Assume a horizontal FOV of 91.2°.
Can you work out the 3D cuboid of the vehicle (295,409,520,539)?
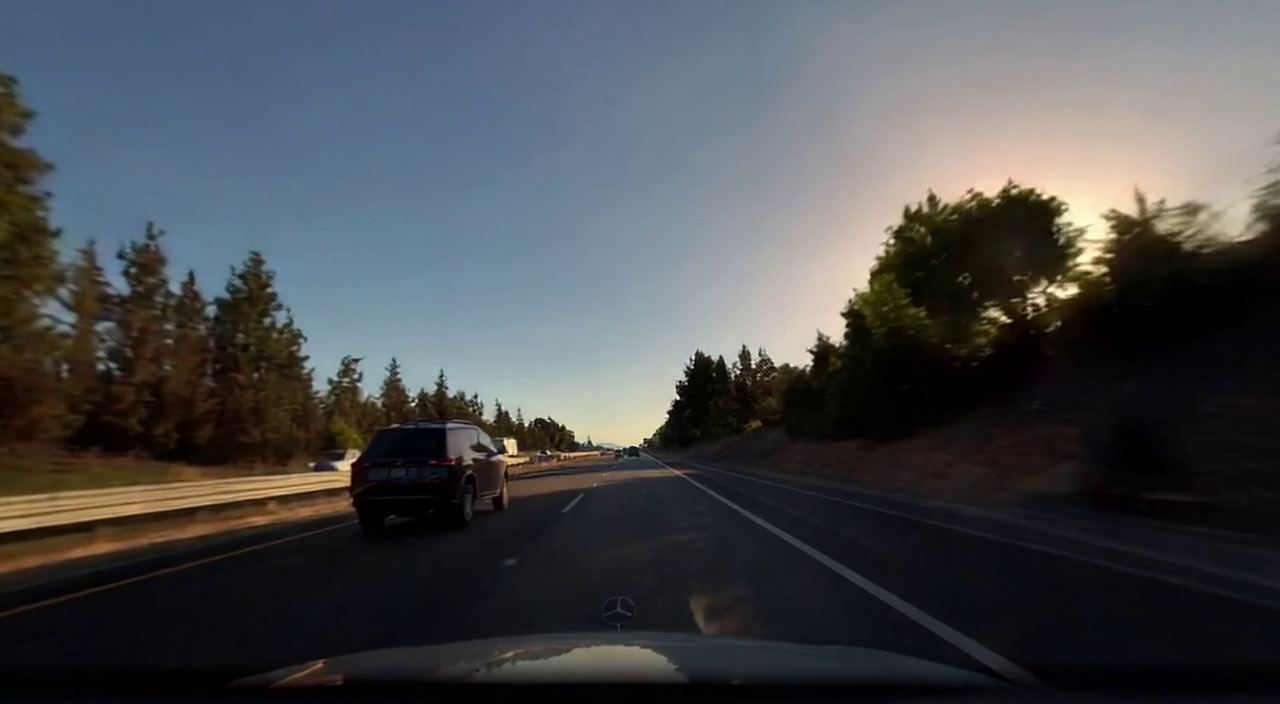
[{"bbox_3d":[-3.704,2.073,11.129,2.292,1.802,4.481,0,-9,0],"label":"vehicle"}]
